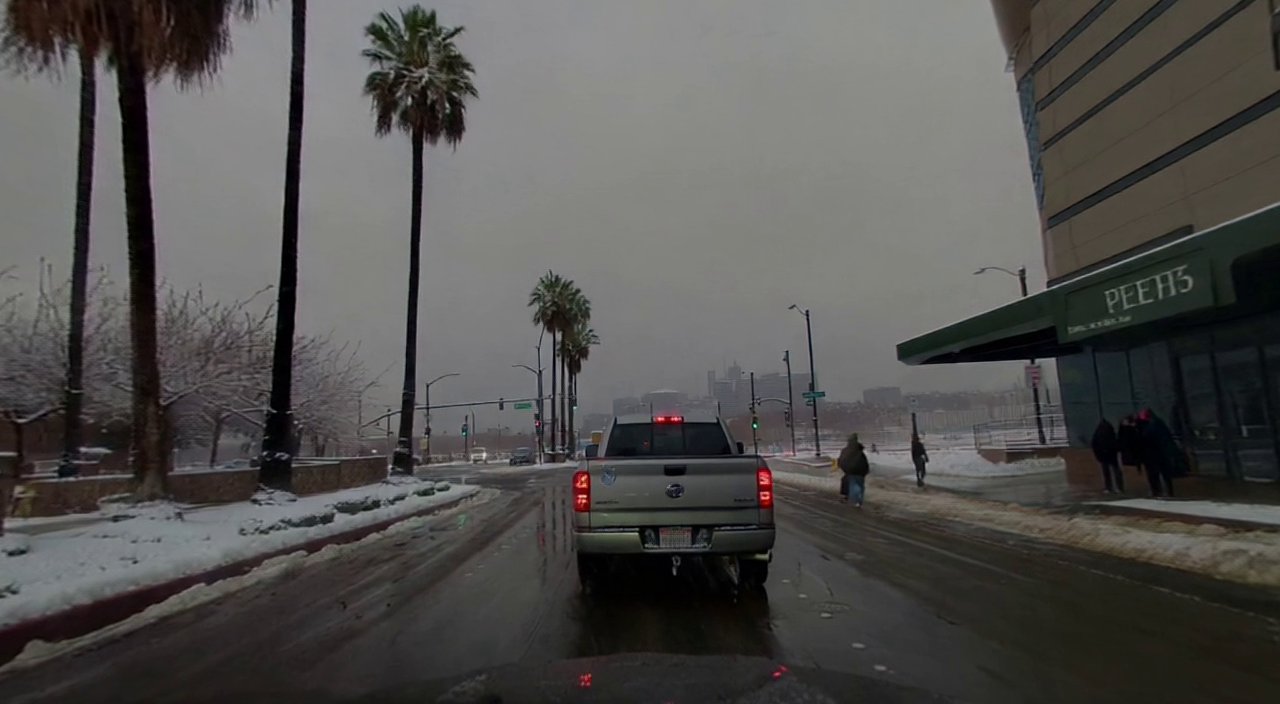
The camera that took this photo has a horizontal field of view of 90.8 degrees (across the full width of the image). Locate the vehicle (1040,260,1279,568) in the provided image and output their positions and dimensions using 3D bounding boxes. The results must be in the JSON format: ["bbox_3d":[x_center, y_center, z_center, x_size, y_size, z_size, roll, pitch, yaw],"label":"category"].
[{"bbox_3d":[7.913,0.875,8.586,2.666,3.345,3.622,-1,-9,8],"label":"vehicle"}]

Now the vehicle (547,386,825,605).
[{"bbox_3d":[0.407,1.586,7.972,2.311,1.819,5.255,0,-8,1],"label":"vehicle"}]
